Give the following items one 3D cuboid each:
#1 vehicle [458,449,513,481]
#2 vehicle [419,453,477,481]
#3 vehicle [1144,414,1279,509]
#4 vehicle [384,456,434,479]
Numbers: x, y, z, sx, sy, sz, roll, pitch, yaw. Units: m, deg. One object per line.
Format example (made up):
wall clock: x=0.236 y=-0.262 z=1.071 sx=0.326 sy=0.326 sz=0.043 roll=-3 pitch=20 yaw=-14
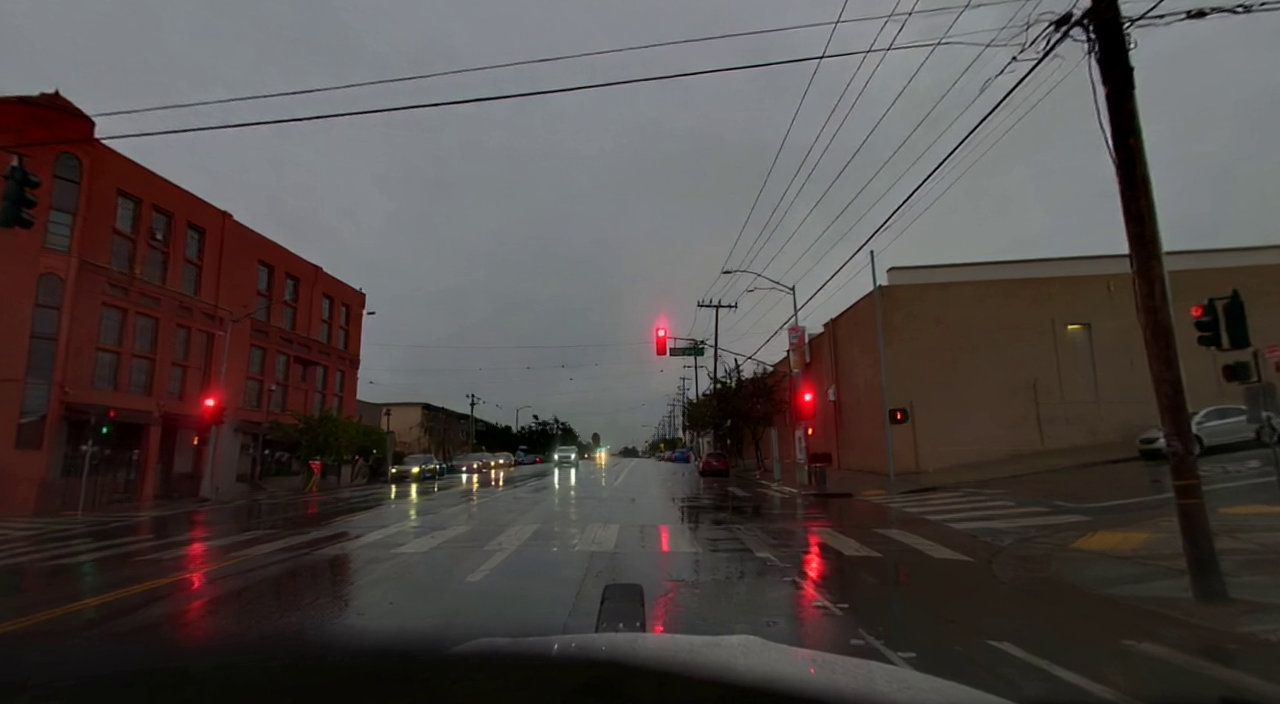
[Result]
vehicle: x=-8.710 y=6.394 z=35.822 sx=2.020 sy=1.672 sz=3.842 roll=0 pitch=-9 yaw=3
vehicle: x=-11.894 y=7.133 z=39.349 sx=1.943 sy=1.574 sz=4.727 roll=0 pitch=-9 yaw=3
vehicle: x=12.599 y=2.175 z=12.632 sx=3.234 sy=1.746 sz=1.941 roll=0 pitch=-9 yaw=0
vehicle: x=-16.657 y=8.342 z=45.597 sx=1.843 sy=1.494 sz=4.109 roll=0 pitch=-9 yaw=3
